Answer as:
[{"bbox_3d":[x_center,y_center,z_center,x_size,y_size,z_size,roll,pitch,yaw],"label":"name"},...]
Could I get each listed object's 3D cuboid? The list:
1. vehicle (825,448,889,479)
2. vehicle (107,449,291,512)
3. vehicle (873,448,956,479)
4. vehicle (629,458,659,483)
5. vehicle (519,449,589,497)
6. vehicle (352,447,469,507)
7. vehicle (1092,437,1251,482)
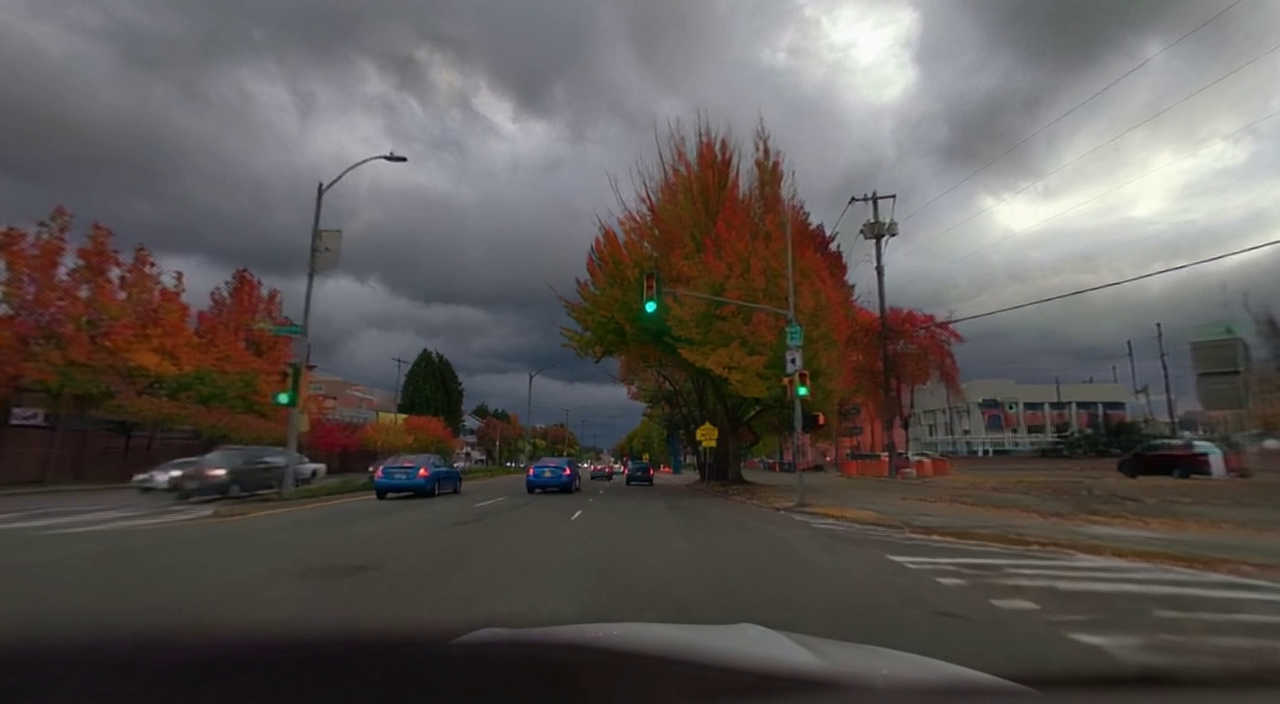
[{"bbox_3d":[13.294,6.820,38.824,1.862,1.559,3.959,-3,-6,-11],"label":"vehicle"},{"bbox_3d":[-11.741,3.409,17.213,1.872,1.475,4.325,1,-9,0],"label":"vehicle"},{"bbox_3d":[14.675,5.961,33.927,1.826,1.474,4.254,3,-9,-14],"label":"vehicle"},{"bbox_3d":[0.236,8.834,47.232,2.144,1.704,4.028,1,-9,-1],"label":"vehicle"},{"bbox_3d":[-3.283,4.733,25.054,2.085,1.663,4.513,1,-9,1],"label":"vehicle"},{"bbox_3d":[-6.861,3.739,19.359,1.932,1.596,4.247,1,-9,0],"label":"vehicle"},{"bbox_3d":[19.978,4.029,23.855,1.835,1.501,4.158,6,-10,-33],"label":"vehicle"}]
